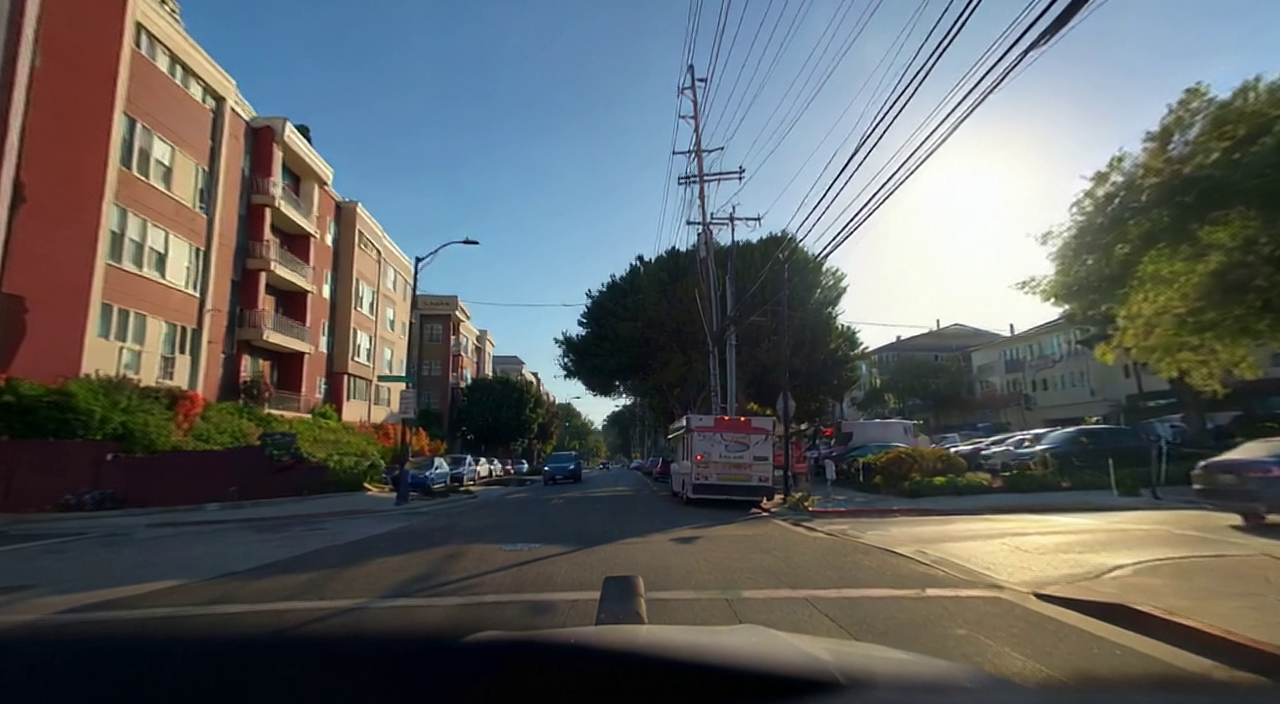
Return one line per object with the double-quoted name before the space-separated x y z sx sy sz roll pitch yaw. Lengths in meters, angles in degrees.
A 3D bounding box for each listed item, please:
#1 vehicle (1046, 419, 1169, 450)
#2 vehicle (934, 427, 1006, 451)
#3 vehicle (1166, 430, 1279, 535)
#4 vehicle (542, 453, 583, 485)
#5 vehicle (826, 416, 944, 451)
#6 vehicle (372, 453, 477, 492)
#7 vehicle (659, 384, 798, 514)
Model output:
"vehicle" 22.801 4.050 30.916 4.641 1.441 1.745 0 -8 -1
"vehicle" 21.908 5.773 42.009 3.761 1.538 1.743 0 -7 -1
"vehicle" 11.723 2.049 10.203 4.857 1.525 1.976 1 -8 -5
"vehicle" -4.463 6.785 36.998 1.952 1.708 4.096 0 -8 -1
"vehicle" 10.623 3.558 27.592 4.396 1.459 1.749 0 -8 -3
"vehicle" -11.492 6.394 33.793 5.093 1.855 2.338 3 -10 -21
"vehicle" 2.408 3.074 20.343 2.886 3.321 7.809 1 -8 -4
